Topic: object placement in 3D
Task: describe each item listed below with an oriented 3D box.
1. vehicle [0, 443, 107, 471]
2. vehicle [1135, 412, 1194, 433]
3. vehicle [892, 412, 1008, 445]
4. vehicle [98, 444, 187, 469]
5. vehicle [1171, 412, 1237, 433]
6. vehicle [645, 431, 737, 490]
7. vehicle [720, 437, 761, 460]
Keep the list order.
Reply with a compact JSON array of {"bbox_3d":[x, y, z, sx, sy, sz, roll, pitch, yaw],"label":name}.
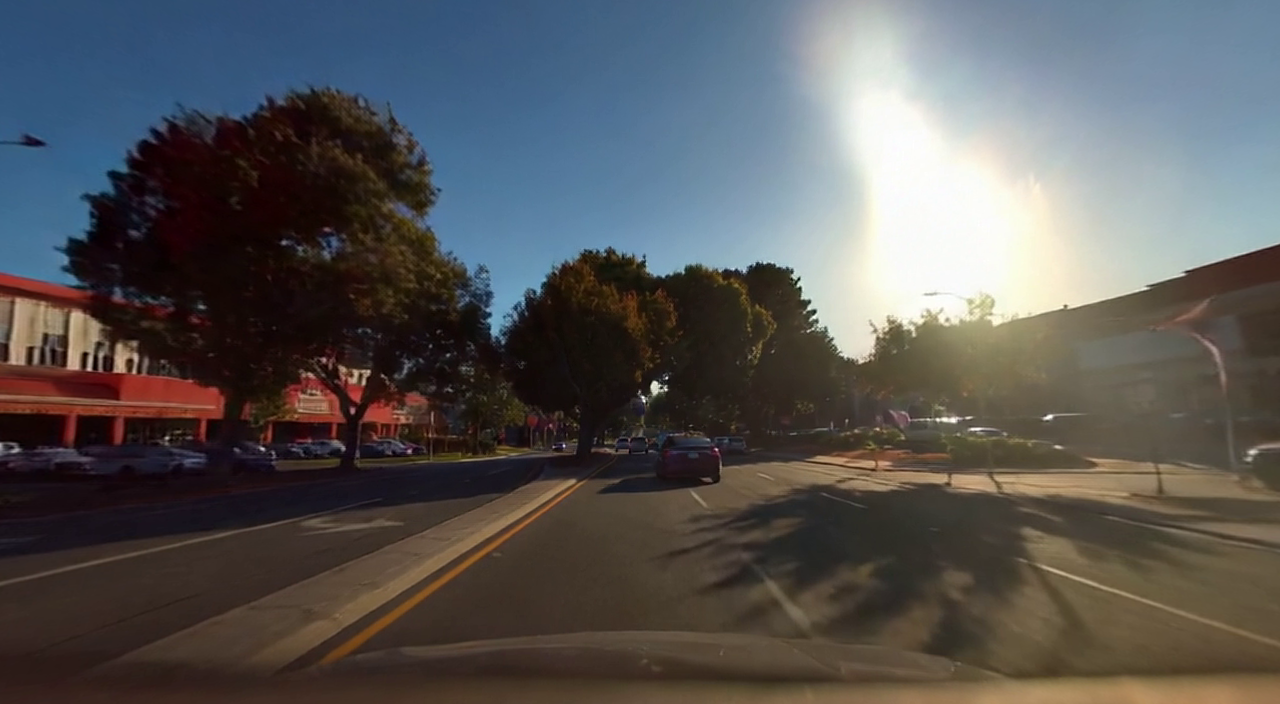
[{"bbox_3d":[-39.439,7.052,42.427,5.172,1.747,2.002,0,-8,0],"label":"vehicle"},{"bbox_3d":[40.932,5.581,49.315,1.920,1.478,4.241,-2,-9,16],"label":"vehicle"},{"bbox_3d":[19.591,4.900,40.049,6.173,1.962,2.208,0,-9,0],"label":"vehicle"},{"bbox_3d":[-33.545,7.046,42.587,4.214,1.609,2.092,0,-8,-2],"label":"vehicle"},{"bbox_3d":[43.410,5.497,48.647,1.910,1.454,4.183,-2,-9,13],"label":"vehicle"},{"bbox_3d":[1.320,3.114,18.471,2.091,1.472,4.697,0,-8,-3],"label":"vehicle"},{"bbox_3d":[6.844,6.655,43.445,2.016,1.479,4.532,0,-8,-1],"label":"vehicle"}]
